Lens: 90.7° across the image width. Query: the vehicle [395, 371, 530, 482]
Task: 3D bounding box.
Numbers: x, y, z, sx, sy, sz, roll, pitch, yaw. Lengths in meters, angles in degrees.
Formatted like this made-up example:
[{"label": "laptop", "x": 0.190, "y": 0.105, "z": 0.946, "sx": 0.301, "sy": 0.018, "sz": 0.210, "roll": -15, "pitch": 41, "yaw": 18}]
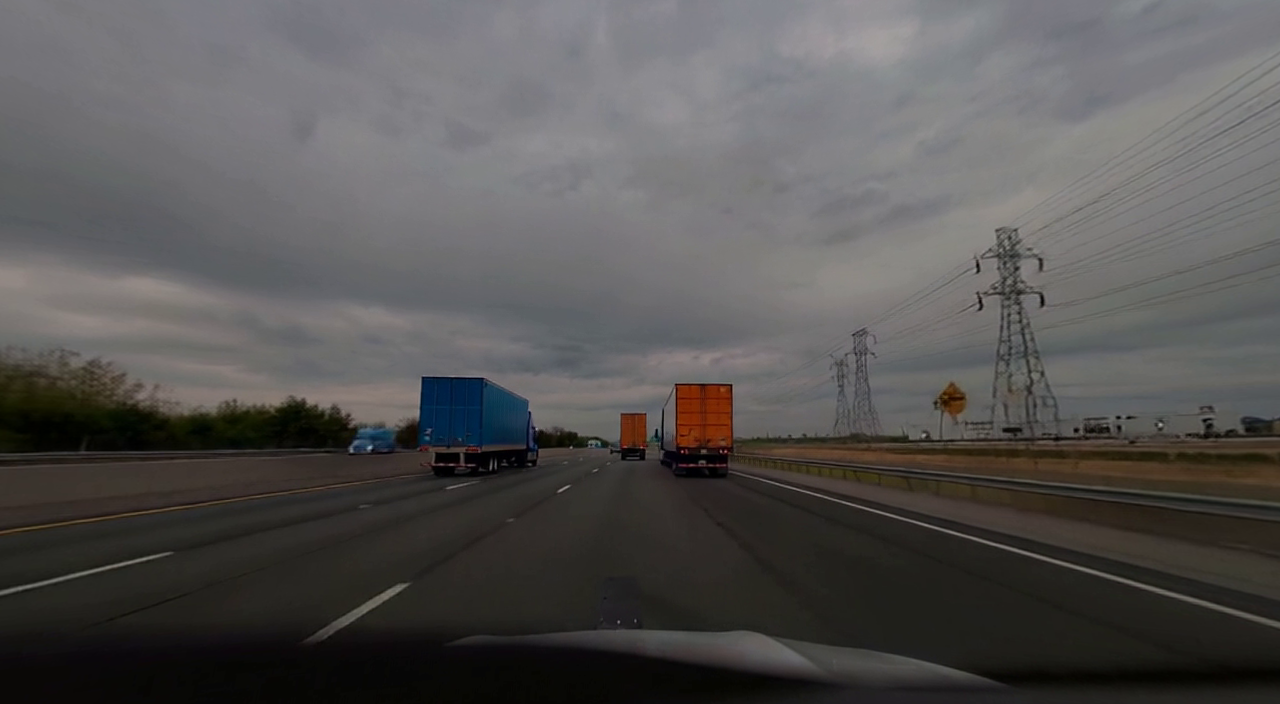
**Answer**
[{"label": "vehicle", "x": -7.389, "y": 3.509, "z": 28.497, "sx": 2.937, "sy": 3.981, "sz": 11.119, "roll": 0, "pitch": -8, "yaw": -1}]
